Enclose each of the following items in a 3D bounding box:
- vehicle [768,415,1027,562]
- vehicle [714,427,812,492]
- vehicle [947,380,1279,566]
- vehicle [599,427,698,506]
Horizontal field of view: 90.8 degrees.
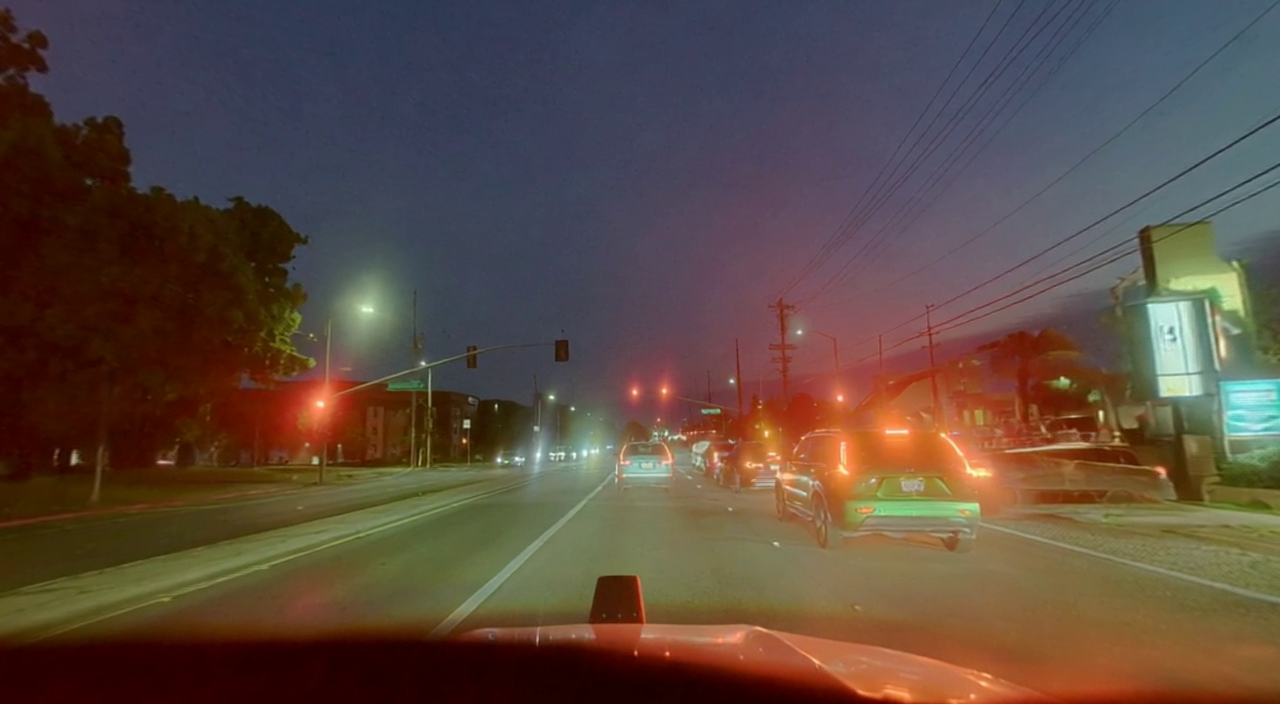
[{"bbox_3d":[3.298,1.837,9.212,1.998,1.620,4.267,0,-9,1],"label":"vehicle"},{"bbox_3d":[3.697,3.344,20.021,2.060,1.789,4.712,0,-9,-1],"label":"vehicle"},{"bbox_3d":[6.673,1.618,9.071,2.080,1.958,4.653,0,-9,-1],"label":"vehicle"},{"bbox_3d":[0.182,2.777,15.692,2.149,1.668,3.962,0,-9,0],"label":"vehicle"}]
